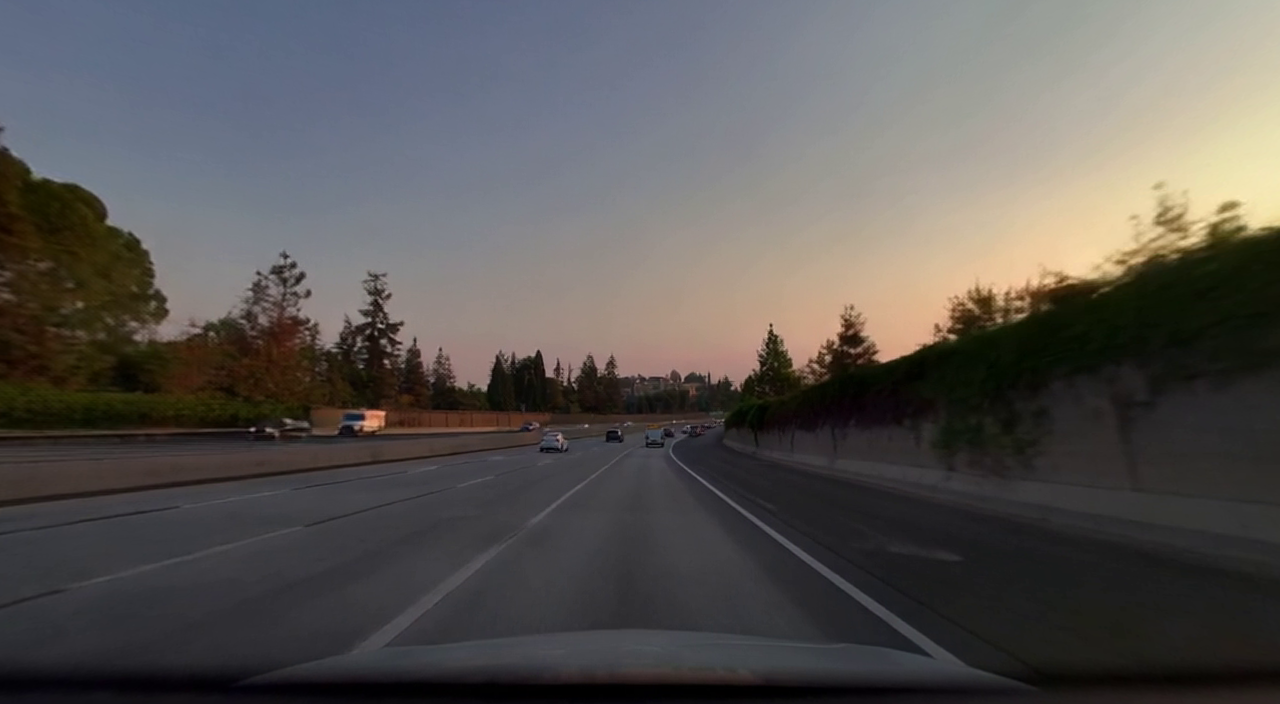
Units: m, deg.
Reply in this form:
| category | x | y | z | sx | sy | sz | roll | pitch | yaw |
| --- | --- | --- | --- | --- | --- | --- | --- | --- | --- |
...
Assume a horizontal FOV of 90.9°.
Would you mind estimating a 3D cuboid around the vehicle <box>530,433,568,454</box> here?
| category | x | y | z | sx | sy | sz | roll | pitch | yaw |
| --- | --- | --- | --- | --- | --- | --- | --- | --- | --- |
| vehicle | -6.581 | 6.687 | 46.105 | 1.966 | 1.488 | 4.243 | 0 | -8 | 3 |
